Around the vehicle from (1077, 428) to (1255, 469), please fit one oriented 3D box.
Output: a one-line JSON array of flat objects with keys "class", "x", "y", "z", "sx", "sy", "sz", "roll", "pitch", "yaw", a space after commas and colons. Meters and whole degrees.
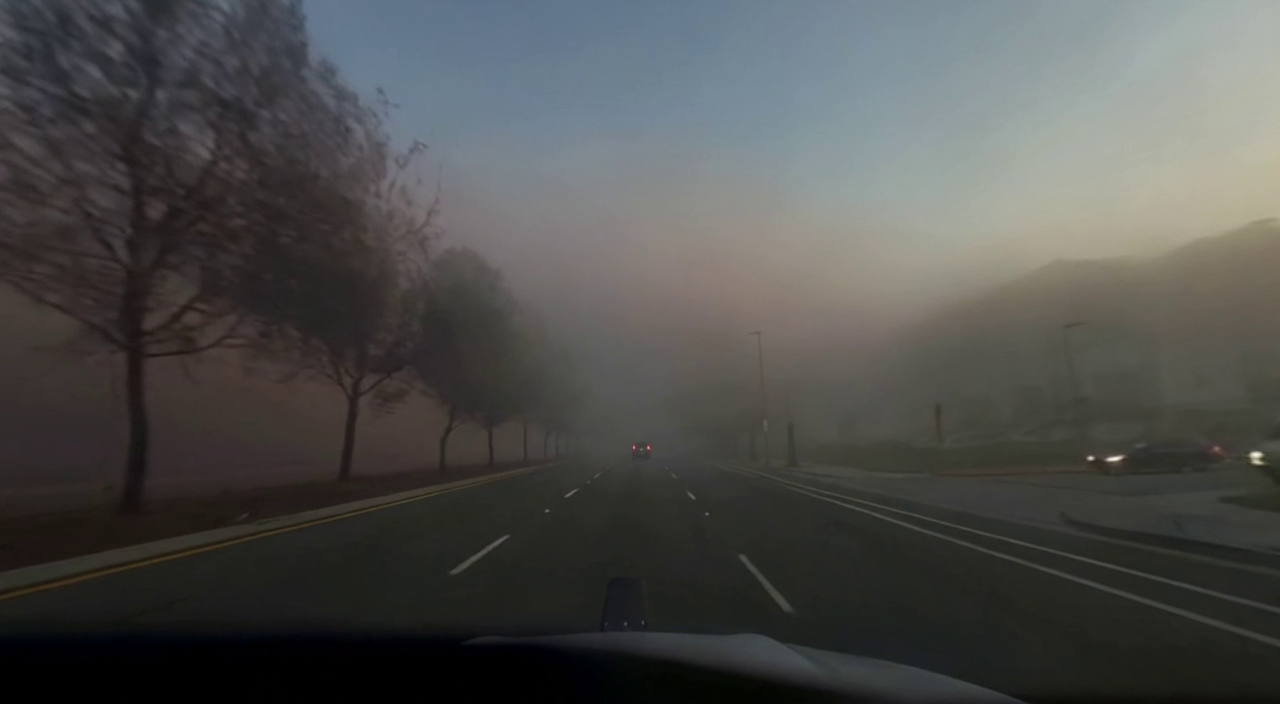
[{"class": "vehicle", "x": 20.324, "y": 3.760, "z": 24.569, "sx": 4.900, "sy": 1.530, "sz": 2.211, "roll": 0, "pitch": -9, "yaw": 1}]
